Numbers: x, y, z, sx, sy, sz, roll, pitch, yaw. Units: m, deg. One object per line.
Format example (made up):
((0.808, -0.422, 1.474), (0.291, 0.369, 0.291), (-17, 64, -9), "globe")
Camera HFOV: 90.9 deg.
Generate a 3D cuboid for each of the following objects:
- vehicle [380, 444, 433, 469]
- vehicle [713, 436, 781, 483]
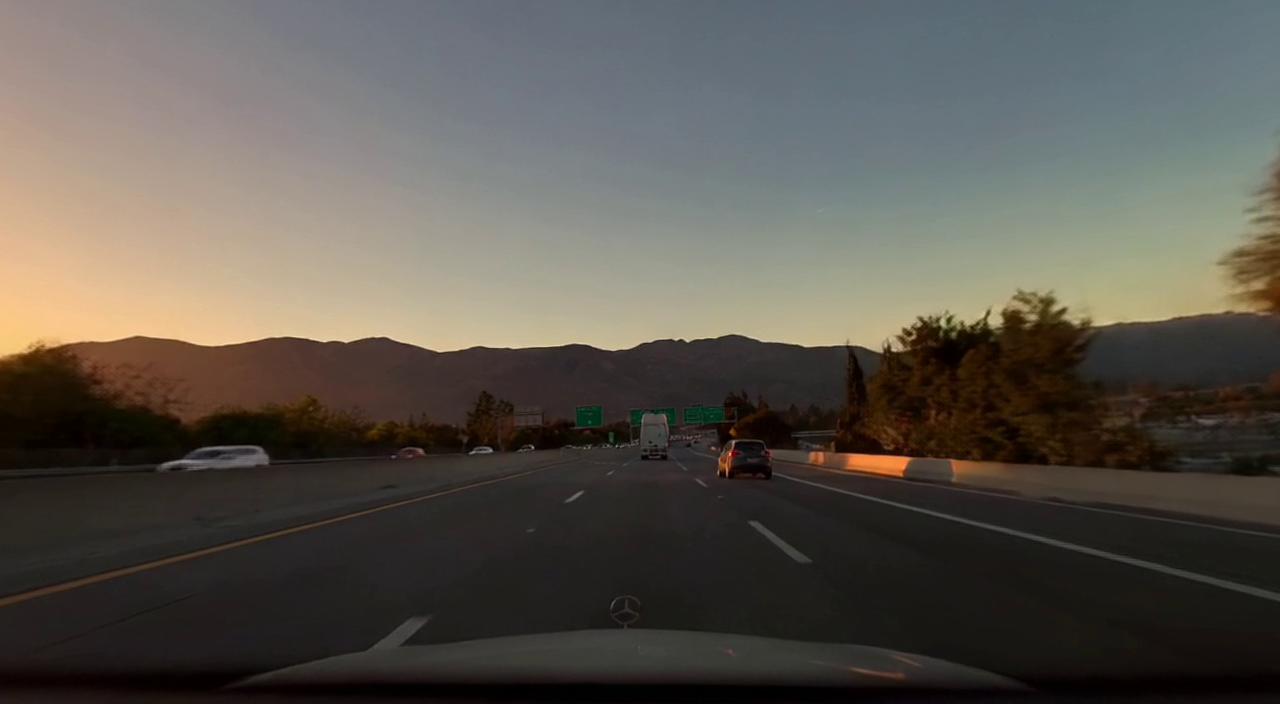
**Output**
((-17.503, 7.858, 47.537), (2.032, 1.684, 5.065), (1, -8, 1), "vehicle")
((4.005, 4.088, 24.225), (1.880, 1.624, 3.941), (0, -8, 0), "vehicle")
